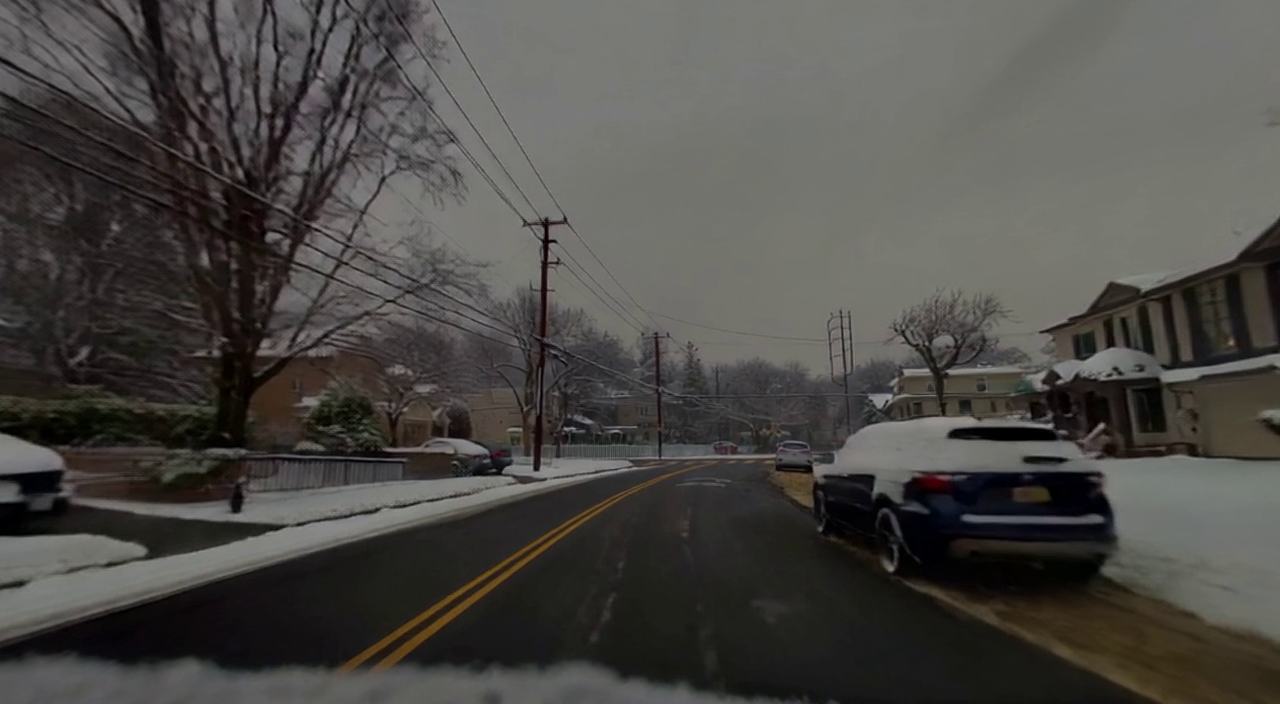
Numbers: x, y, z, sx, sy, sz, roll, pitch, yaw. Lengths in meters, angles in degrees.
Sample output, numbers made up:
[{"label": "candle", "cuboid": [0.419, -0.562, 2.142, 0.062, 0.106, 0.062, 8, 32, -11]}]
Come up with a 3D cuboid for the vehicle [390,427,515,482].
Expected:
[{"label": "vehicle", "cuboid": [-9.003, 4.911, 30.497, 5.228, 2.041, 2.023, 4, -7, 11]}]

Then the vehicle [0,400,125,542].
[{"label": "vehicle", "cuboid": [-11.732, 1.796, 9.730, 5.632, 1.957, 2.302, 0, -9, 3]}]

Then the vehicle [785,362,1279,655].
[{"label": "vehicle", "cuboid": [3.472, 1.512, 7.499, 2.273, 1.938, 6.400, 0, -9, 3]}]
